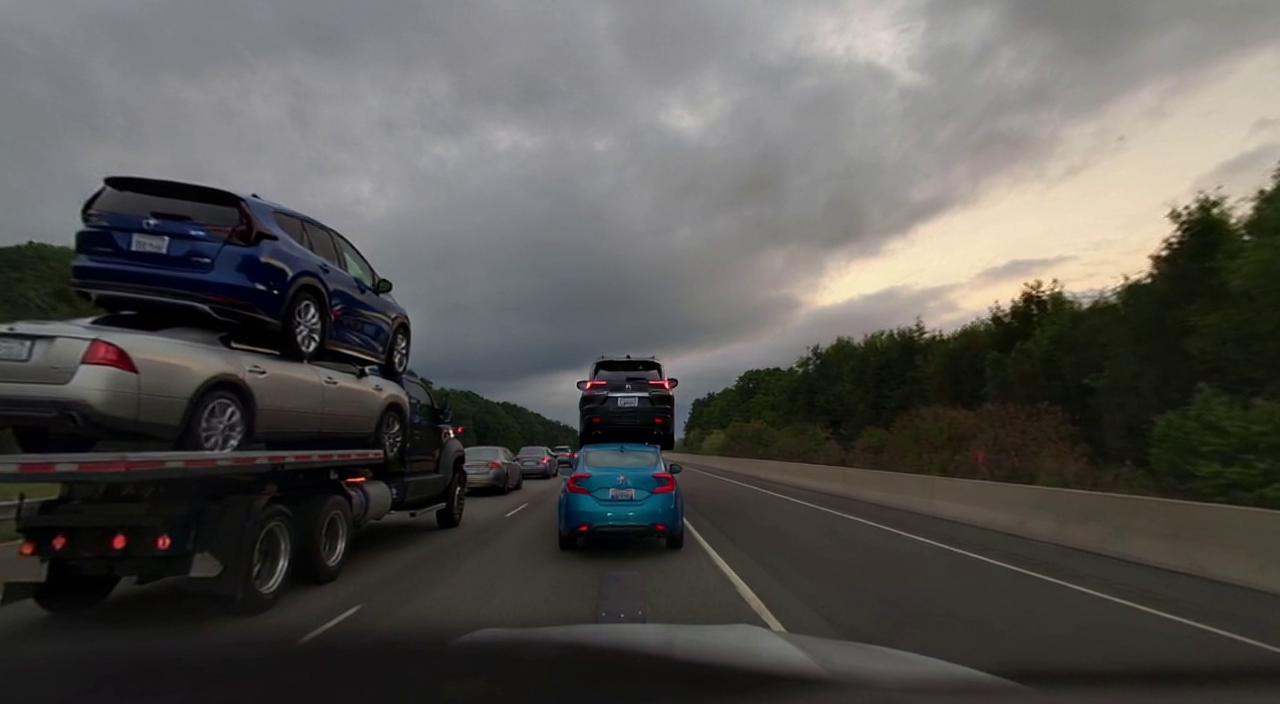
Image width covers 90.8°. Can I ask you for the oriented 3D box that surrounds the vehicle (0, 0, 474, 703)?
[{"bbox_3d":[-4.566,0.123,4.735,2.836,4.059,14.286,0,-9,0],"label":"vehicle"}]

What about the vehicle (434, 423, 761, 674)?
[{"bbox_3d":[-0.277,1.468,5.634,1.991,1.507,3.391,0,-9,-1],"label":"vehicle"}]
